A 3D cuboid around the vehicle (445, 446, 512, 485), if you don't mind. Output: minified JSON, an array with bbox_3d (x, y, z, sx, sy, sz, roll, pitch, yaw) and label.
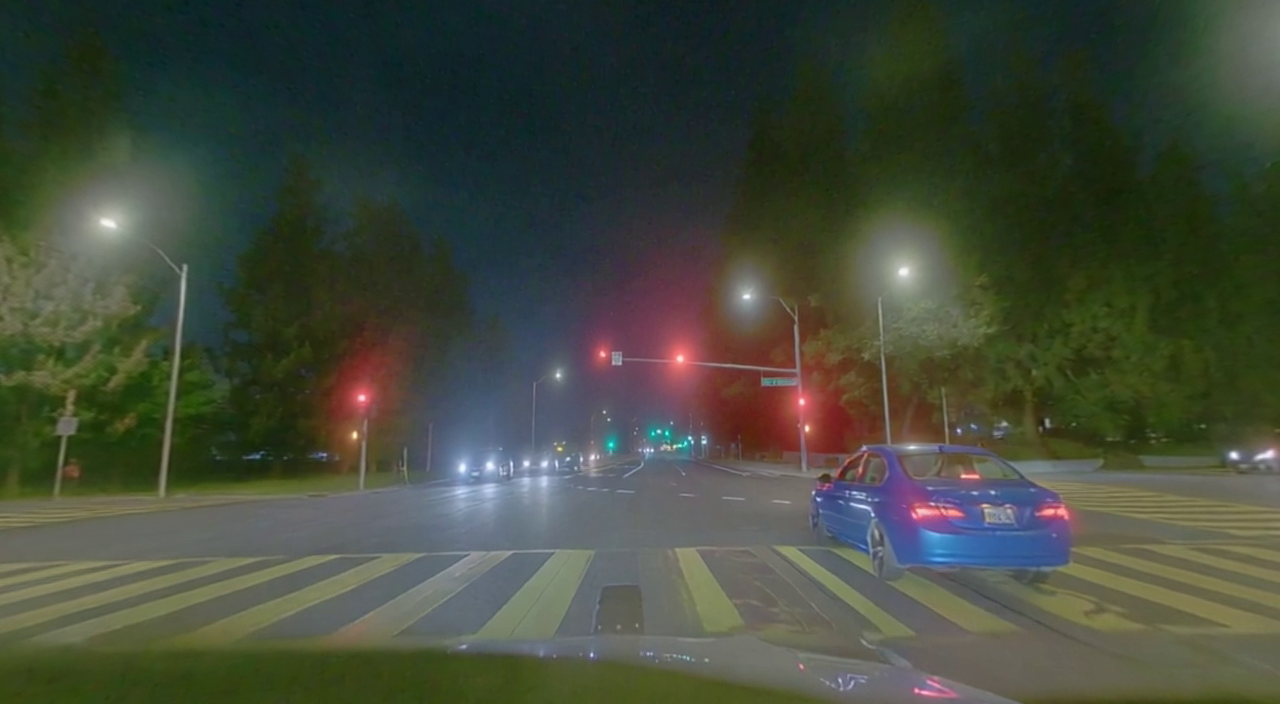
[{"bbox_3d":[-8.331,5.865,33.072,2.130,1.874,4.691,-1,-9,2],"label":"vehicle"}]

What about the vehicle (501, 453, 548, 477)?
[{"bbox_3d":[-7.751,7.615,42.793,1.906,1.468,4.686,-1,-9,6],"label":"vehicle"}]

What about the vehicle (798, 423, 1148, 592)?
[{"bbox_3d":[3.759,1.840,8.438,2.129,1.581,4.780,0,-9,1],"label":"vehicle"}]
